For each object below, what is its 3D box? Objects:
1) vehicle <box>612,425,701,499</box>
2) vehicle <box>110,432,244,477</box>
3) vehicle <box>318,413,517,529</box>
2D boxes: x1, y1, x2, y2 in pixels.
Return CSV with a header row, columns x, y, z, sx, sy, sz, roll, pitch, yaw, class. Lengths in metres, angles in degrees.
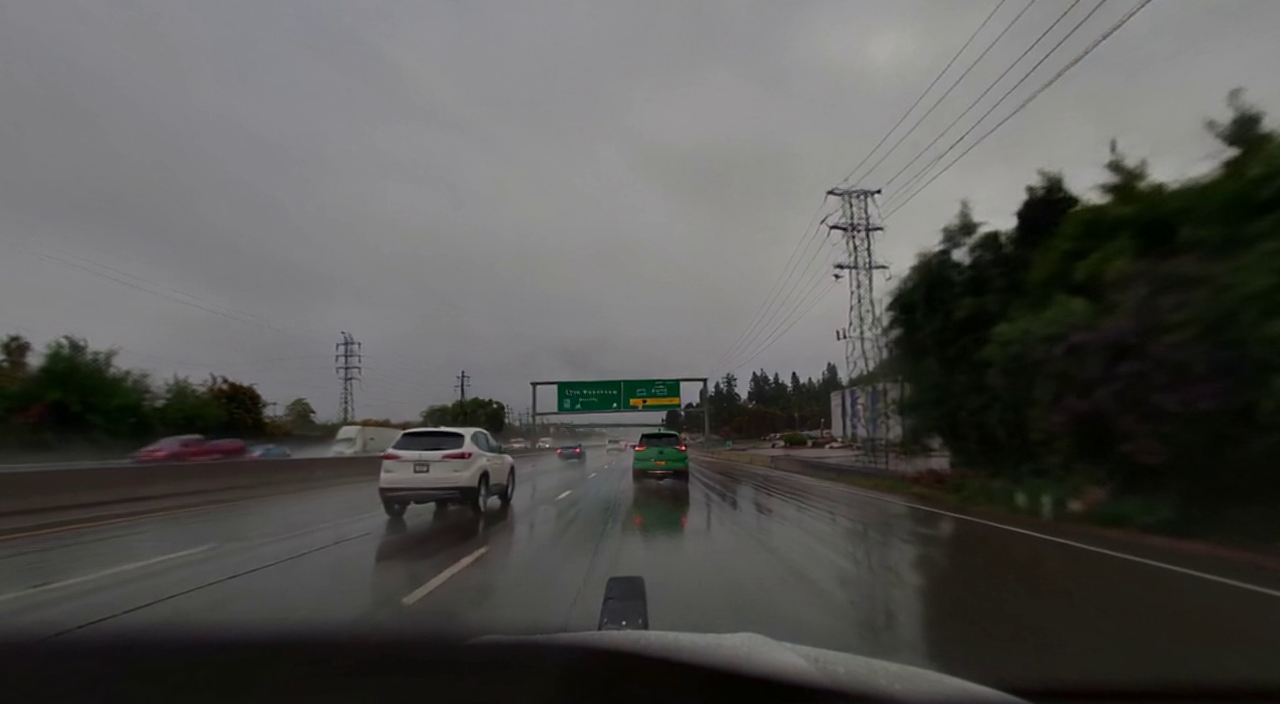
x,y,z,sx,sy,sz,roll,pitch,yaw,class
0.416,2.926,17.101,2.134,1.733,4.049,0,-8,1,vehicle
-22.312,4.957,30.801,2.412,1.982,5.458,0,-8,-1,vehicle
-3.870,2.162,11.992,2.125,1.764,4.393,0,-8,1,vehicle
